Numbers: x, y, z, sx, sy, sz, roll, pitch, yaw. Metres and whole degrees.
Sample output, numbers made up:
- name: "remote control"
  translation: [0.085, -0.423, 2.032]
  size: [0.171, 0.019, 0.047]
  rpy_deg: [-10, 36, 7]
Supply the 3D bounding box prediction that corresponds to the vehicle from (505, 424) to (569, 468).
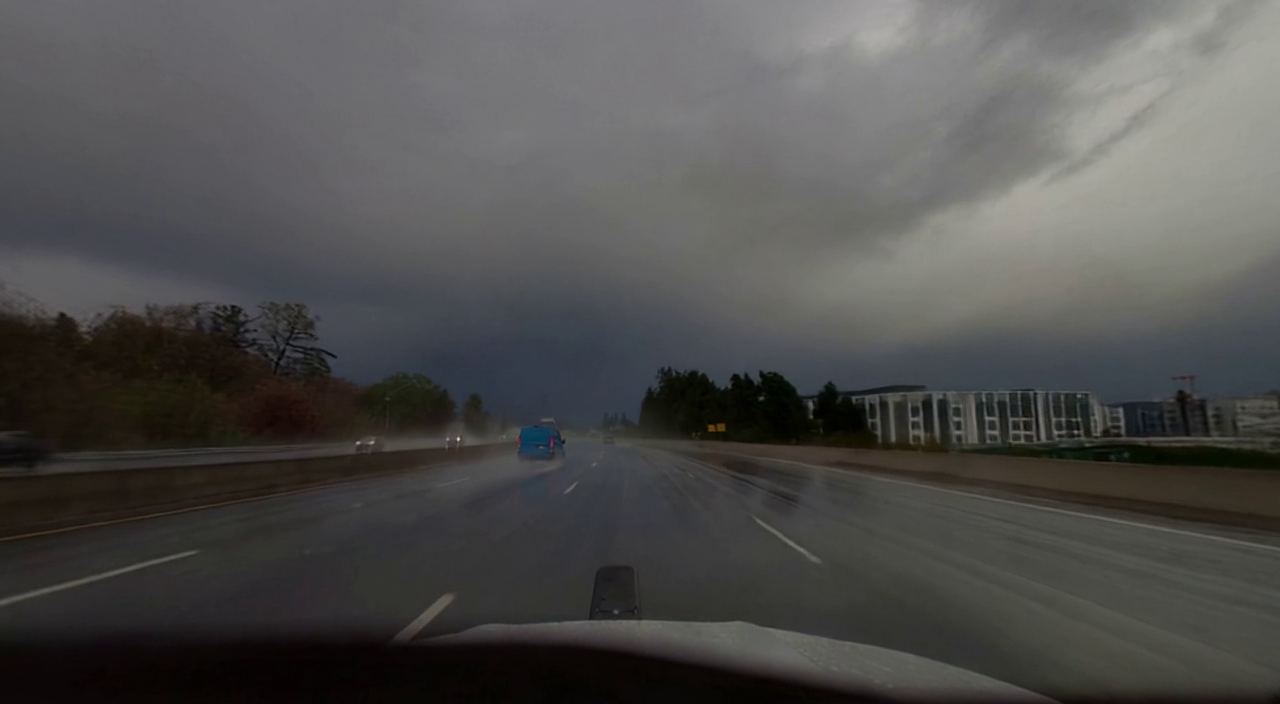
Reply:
- name: "vehicle"
  translation: [-4.580, 4.254, 28.738]
  size: [2.219, 1.827, 4.738]
  rpy_deg: [0, -8, -1]
